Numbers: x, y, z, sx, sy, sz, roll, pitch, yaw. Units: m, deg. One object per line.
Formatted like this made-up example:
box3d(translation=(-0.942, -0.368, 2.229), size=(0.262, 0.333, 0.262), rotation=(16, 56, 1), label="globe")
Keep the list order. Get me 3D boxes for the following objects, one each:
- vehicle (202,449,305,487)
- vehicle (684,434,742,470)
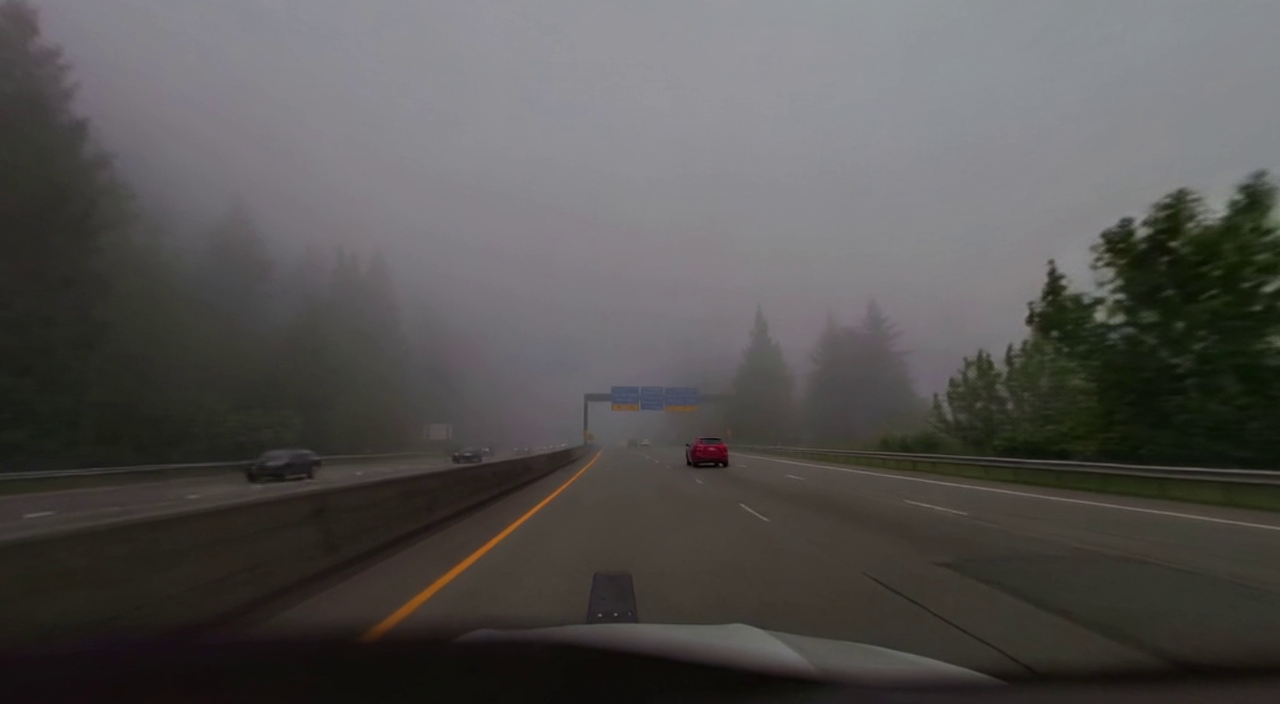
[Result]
box3d(translation=(-16.744, 5.009, 27.589), size=(1.812, 1.450, 4.373), rotation=(0, -8, -1), label="vehicle")
box3d(translation=(3.247, 4.564, 28.992), size=(1.958, 1.526, 4.227), rotation=(0, -8, -3), label="vehicle")
